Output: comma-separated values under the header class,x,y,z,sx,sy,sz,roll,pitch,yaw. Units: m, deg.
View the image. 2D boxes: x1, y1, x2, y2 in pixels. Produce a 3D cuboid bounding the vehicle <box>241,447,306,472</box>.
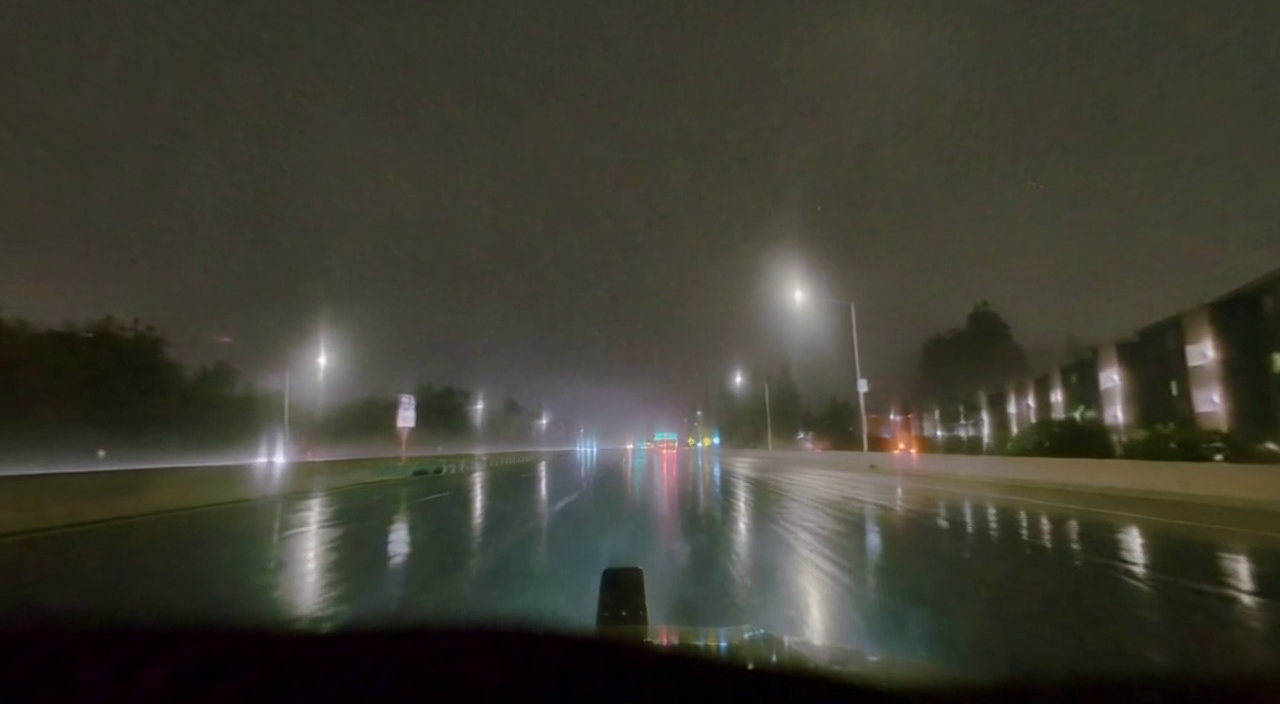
class,x,y,z,sx,sy,sz,roll,pitch,yaw
vehicle,-23.860,6.981,41.200,1.954,1.485,3.666,-1,-9,1
